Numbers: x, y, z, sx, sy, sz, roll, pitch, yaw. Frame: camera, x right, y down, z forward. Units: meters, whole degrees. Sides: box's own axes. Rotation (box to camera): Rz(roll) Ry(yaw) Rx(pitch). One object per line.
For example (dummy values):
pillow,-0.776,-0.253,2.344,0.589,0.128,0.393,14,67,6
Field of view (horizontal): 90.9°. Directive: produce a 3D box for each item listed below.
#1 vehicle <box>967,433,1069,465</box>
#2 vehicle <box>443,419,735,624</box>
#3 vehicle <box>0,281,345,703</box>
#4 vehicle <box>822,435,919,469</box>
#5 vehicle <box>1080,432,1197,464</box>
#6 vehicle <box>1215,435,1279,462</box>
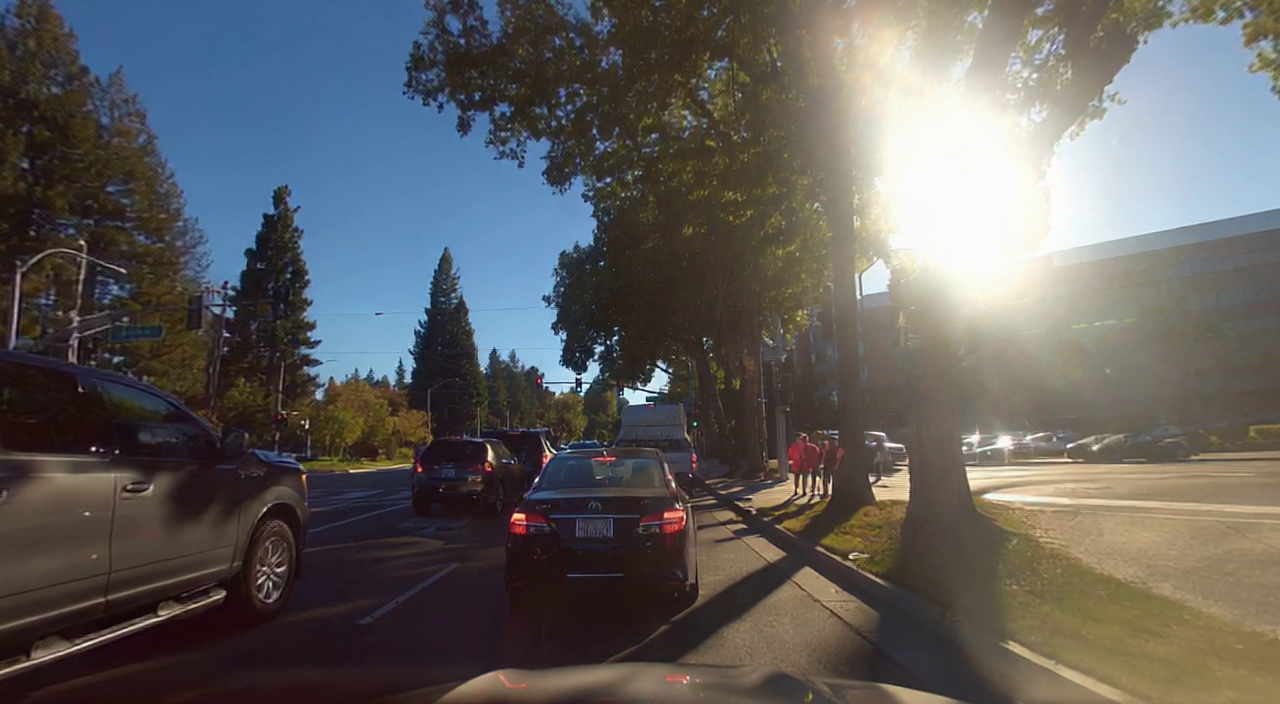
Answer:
vehicle,21.943,5.661,36.712,4.529,1.786,2.110,0,-9,2
vehicle,-0.374,1.590,6.942,2.144,1.497,4.446,0,-9,0
vehicle,-3.680,0.745,2.809,2.202,1.961,4.980,0,-9,1
vehicle,12.214,5.338,33.628,4.394,1.724,1.886,0,-9,1
vehicle,28.935,5.576,36.713,4.967,1.794,2.044,0,-9,2
vehicle,36.268,5.518,36.146,4.643,1.464,1.840,-1,-9,3
